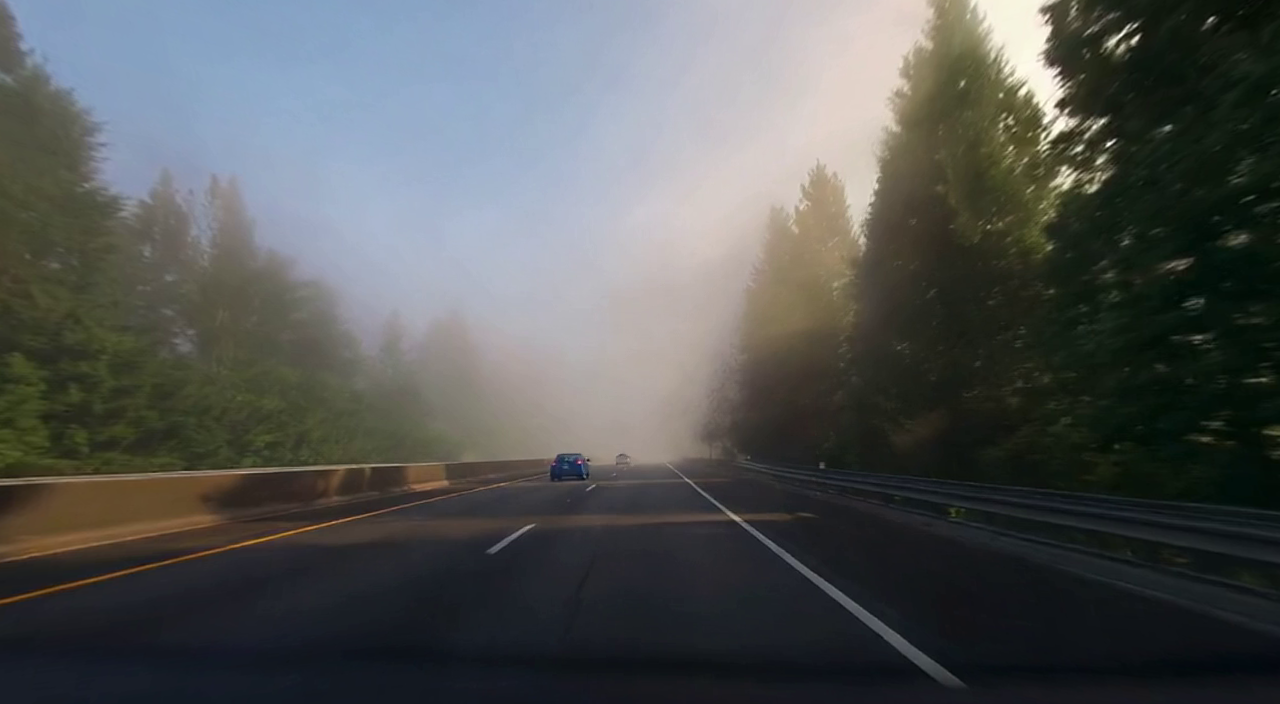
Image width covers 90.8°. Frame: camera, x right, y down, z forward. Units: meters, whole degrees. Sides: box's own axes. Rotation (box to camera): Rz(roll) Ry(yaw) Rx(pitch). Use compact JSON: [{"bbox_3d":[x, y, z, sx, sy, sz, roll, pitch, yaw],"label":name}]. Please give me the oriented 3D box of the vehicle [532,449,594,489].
[{"bbox_3d":[-3.013,4.685,25.541,1.917,1.450,3.997,0,-9,1],"label":"vehicle"}]
